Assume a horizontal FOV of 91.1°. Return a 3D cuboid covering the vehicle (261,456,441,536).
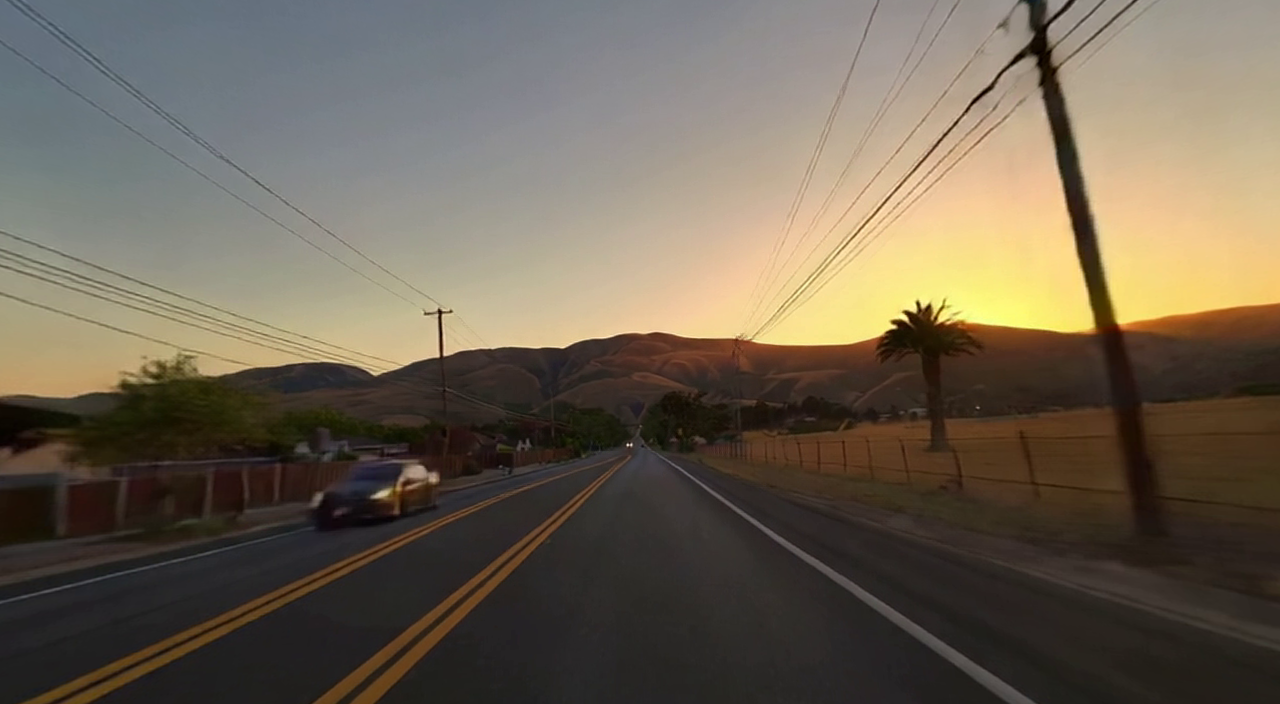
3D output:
[{"bbox_3d":[-6.508,3.252,14.865,1.973,1.487,4.612,0,-8,1],"label":"vehicle"}]
